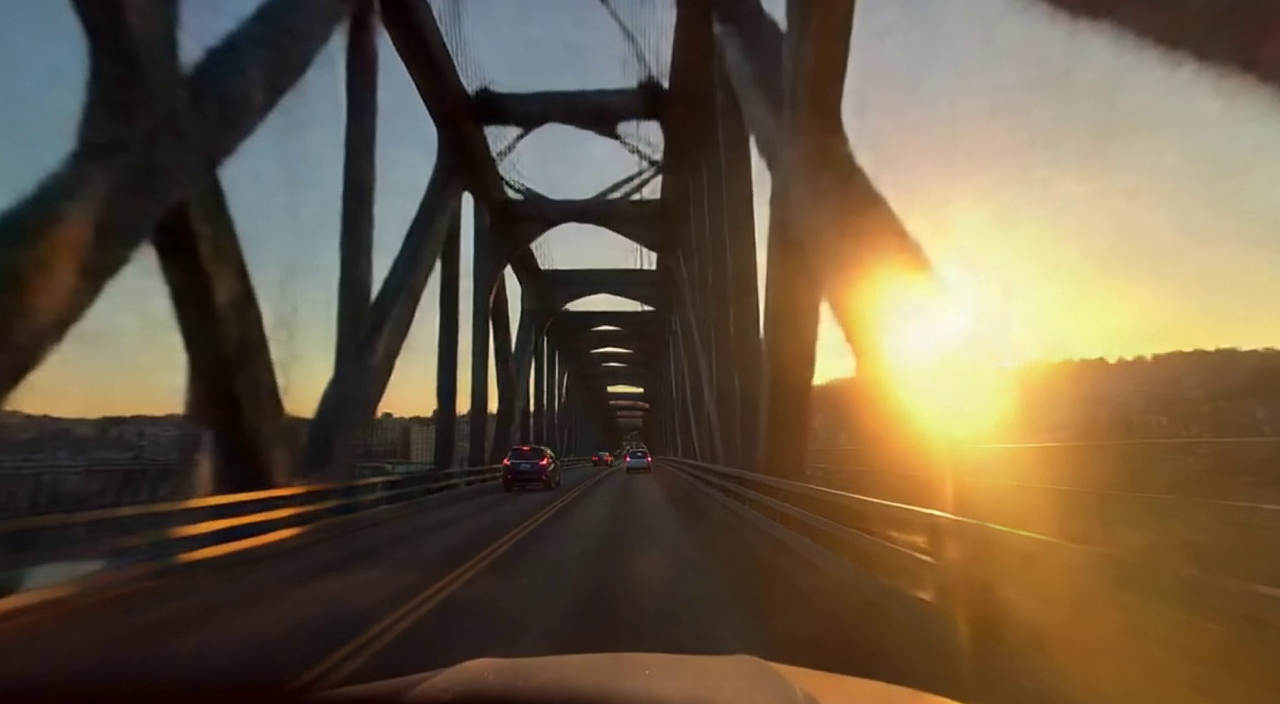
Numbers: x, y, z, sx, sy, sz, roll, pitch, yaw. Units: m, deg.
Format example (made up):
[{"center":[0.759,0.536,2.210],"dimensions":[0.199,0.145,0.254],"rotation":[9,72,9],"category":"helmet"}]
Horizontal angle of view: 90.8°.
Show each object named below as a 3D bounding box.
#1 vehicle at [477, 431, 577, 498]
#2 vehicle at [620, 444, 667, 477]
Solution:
[{"center":[-3.350,3.461,19.820],"dimensions":[2.190,1.807,4.741],"rotation":[0,-9,1],"category":"vehicle"},{"center":[0.153,5.140,30.110],"dimensions":[2.048,1.450,3.973],"rotation":[0,-9,0],"category":"vehicle"}]
